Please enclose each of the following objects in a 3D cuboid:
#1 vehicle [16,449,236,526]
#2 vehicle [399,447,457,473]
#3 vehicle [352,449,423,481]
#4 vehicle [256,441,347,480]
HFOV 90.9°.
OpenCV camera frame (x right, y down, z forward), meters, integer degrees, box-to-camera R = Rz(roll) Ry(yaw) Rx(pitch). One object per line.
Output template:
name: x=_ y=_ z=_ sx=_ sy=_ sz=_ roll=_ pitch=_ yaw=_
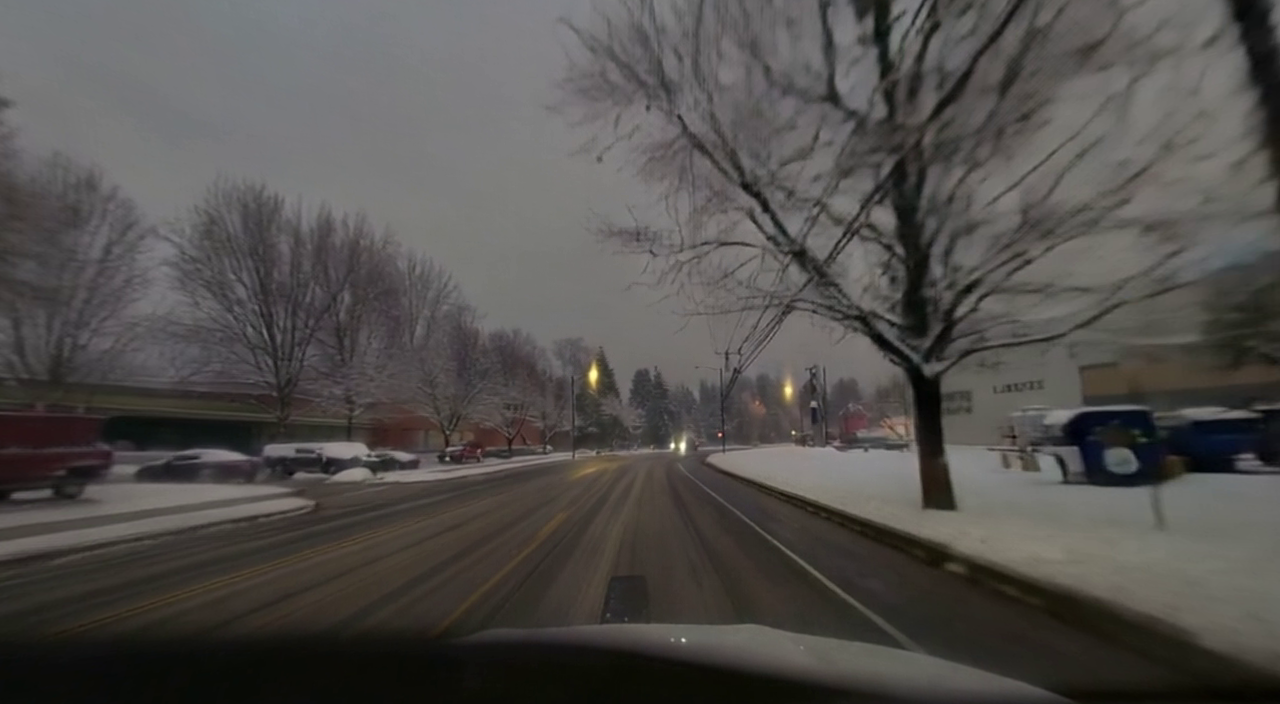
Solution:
vehicle: x=-14.404 y=3.751 z=18.224 sx=2.053 sy=1.772 sz=5.189 roll=-3 pitch=-9 yaw=0
vehicle: x=-13.766 y=6.997 z=41.194 sx=2.070 sy=1.577 sz=4.652 roll=0 pitch=-8 yaw=1
vehicle: x=-14.144 y=6.331 z=35.644 sx=2.122 sy=1.440 sz=4.601 roll=-4 pitch=-8 yaw=0
vehicle: x=-19.366 y=6.196 z=36.427 sx=2.099 sy=2.038 sz=5.624 roll=0 pitch=-9 yaw=0
